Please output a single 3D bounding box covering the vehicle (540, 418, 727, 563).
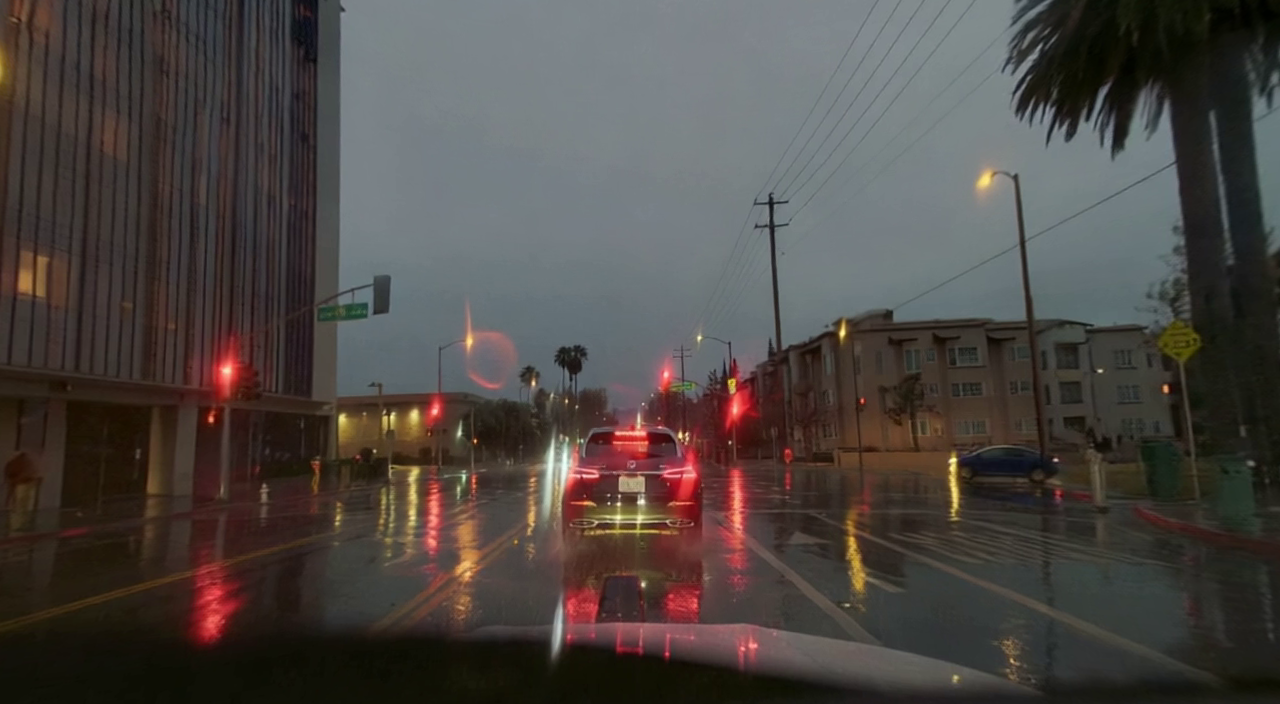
[{"bbox_3d":[-0.083,1.873,9.227,2.144,1.643,3.770,0,-8,0],"label":"vehicle"}]

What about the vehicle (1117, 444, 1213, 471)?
[{"bbox_3d":[32.179,6.455,38.763,4.234,1.613,1.812,0,-8,-1],"label":"vehicle"}]

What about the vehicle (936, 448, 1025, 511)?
[{"bbox_3d":[10.018,3.674,18.759,2.004,1.593,4.118,-4,-9,26],"label":"vehicle"}]
